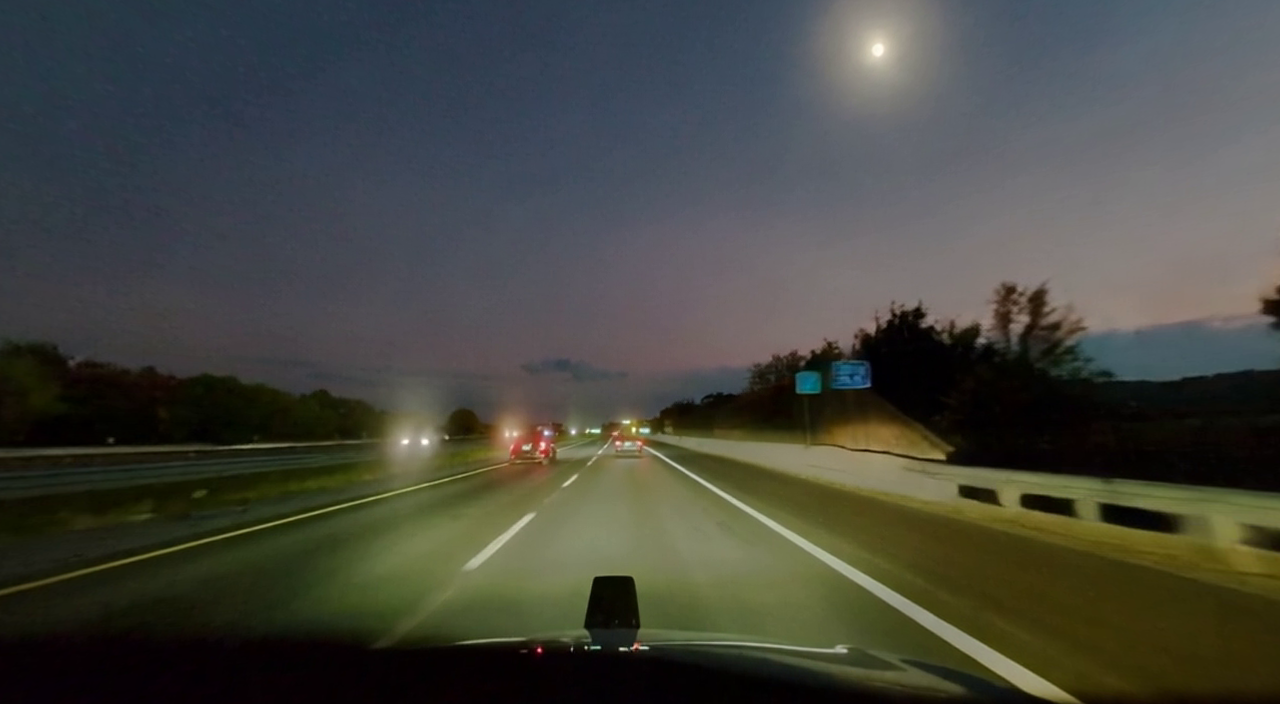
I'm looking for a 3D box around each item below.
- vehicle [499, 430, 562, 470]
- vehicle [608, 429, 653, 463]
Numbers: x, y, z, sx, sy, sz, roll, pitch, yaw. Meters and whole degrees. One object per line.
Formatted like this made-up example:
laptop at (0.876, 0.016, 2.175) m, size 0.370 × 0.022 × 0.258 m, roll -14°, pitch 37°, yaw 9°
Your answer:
vehicle at (-4.564, 4.129, 26.837) m, size 1.975 × 1.518 × 4.242 m, roll 0°, pitch -8°, yaw -1°
vehicle at (-0.508, 4.806, 32.398) m, size 2.162 × 1.616 × 4.242 m, roll 0°, pitch -8°, yaw -2°
